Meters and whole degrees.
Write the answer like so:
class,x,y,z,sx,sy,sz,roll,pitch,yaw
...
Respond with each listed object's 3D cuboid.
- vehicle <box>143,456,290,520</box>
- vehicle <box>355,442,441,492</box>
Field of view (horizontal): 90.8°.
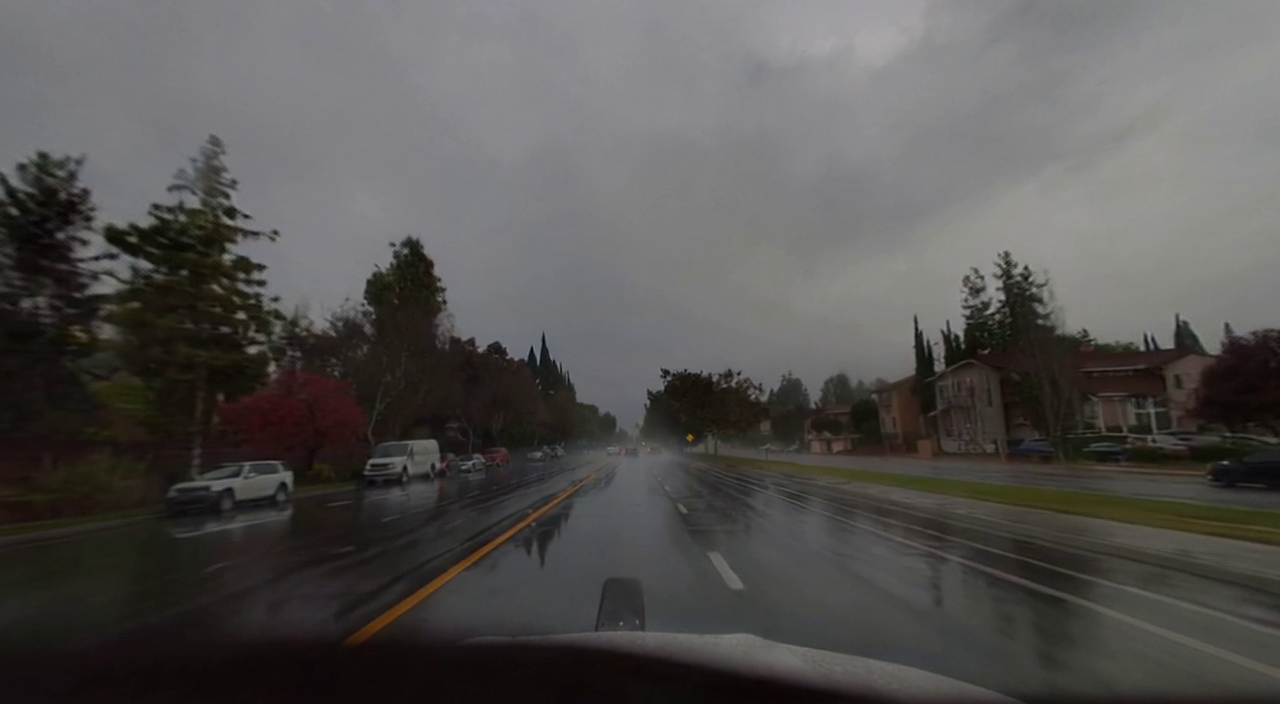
class,x,y,z,sx,sy,sz,roll,pitch,yaw
vehicle,-12.360,3.942,18.806,1.762,1.552,3.901,-2,-9,-2
vehicle,-12.396,5.893,32.840,2.630,2.286,5.309,-1,-9,-3
